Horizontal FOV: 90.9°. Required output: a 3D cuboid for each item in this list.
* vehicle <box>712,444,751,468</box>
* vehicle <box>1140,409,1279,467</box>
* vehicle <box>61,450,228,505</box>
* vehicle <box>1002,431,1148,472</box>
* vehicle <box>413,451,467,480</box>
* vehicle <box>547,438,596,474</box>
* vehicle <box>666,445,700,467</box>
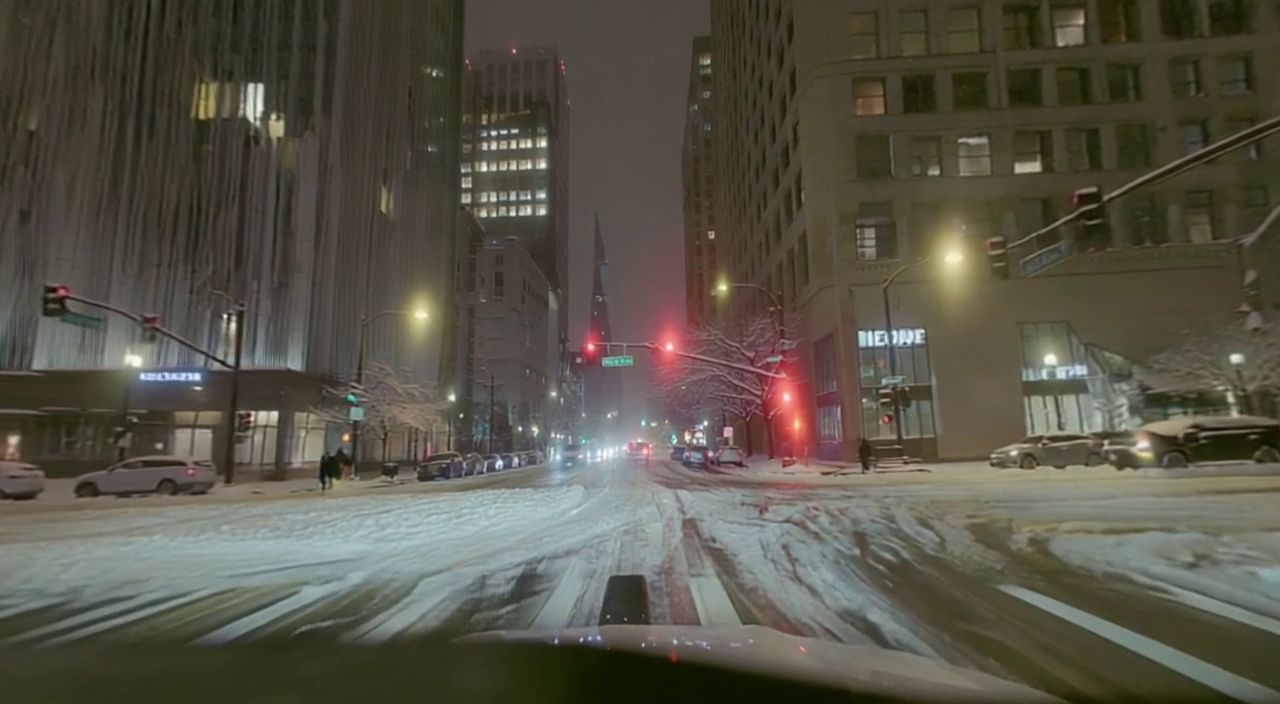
[{"bbox_3d":[6.045,6.951,42.302,1.882,1.479,4.652,0,-8,0],"label":"vehicle"},{"bbox_3d":[20.123,2.884,21.093,4.827,1.817,2.190,0,-8,0],"label":"vehicle"},{"bbox_3d":[-21.561,5.449,27.642,5.283,1.959,2.453,-3,-8,-1],"label":"vehicle"},{"bbox_3d":[17.080,3.919,24.894,4.293,1.495,1.935,0,-8,-1],"label":"vehicle"},{"bbox_3d":[-12.676,7.199,40.178,2.118,1.644,4.188,0,-8,-1],"label":"vehicle"},{"bbox_3d":[-3.840,5.918,35.857,2.176,1.804,4.740,-3,-9,0],"label":"vehicle"},{"bbox_3d":[2.750,6.773,41.197,1.919,1.371,3.583,0,-8,-1],"label":"vehicle"}]
